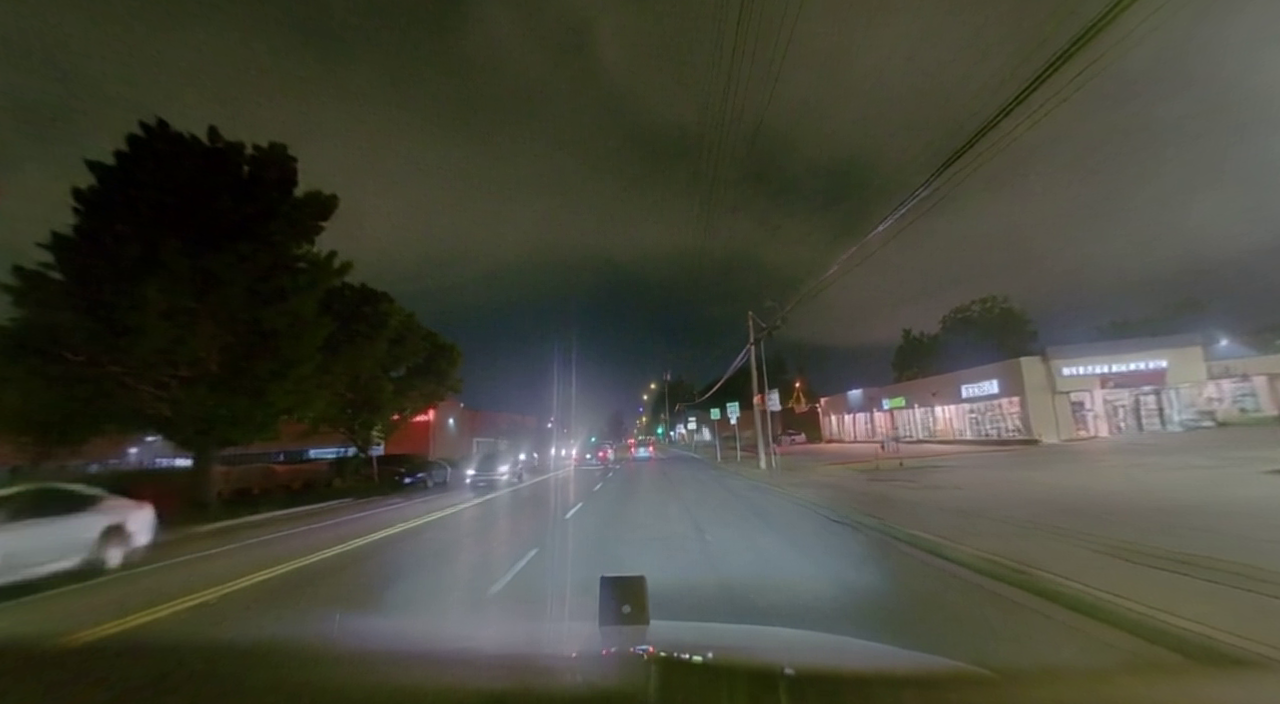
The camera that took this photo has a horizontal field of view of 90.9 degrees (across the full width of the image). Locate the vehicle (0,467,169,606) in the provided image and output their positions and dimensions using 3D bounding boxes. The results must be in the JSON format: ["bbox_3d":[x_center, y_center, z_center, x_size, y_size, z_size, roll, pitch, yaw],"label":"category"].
[{"bbox_3d":[-8.614,2.317,7.914,1.952,1.540,4.413,0,-8,1],"label":"vehicle"}]

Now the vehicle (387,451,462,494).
[{"bbox_3d":[-11.026,6.150,32.559,1.978,1.640,4.695,-9,-8,1],"label":"vehicle"}]

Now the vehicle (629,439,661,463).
[{"bbox_3d":[0.310,6.552,41.871,2.020,1.478,3.922,0,-8,-1],"label":"vehicle"}]

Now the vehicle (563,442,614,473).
[{"bbox_3d":[-2.457,5.143,31.030,2.099,1.424,4.609,0,-8,0],"label":"vehicle"}]

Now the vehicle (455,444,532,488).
[{"bbox_3d":[-5.797,4.530,25.438,2.045,1.619,3.973,0,-8,1],"label":"vehicle"}]
